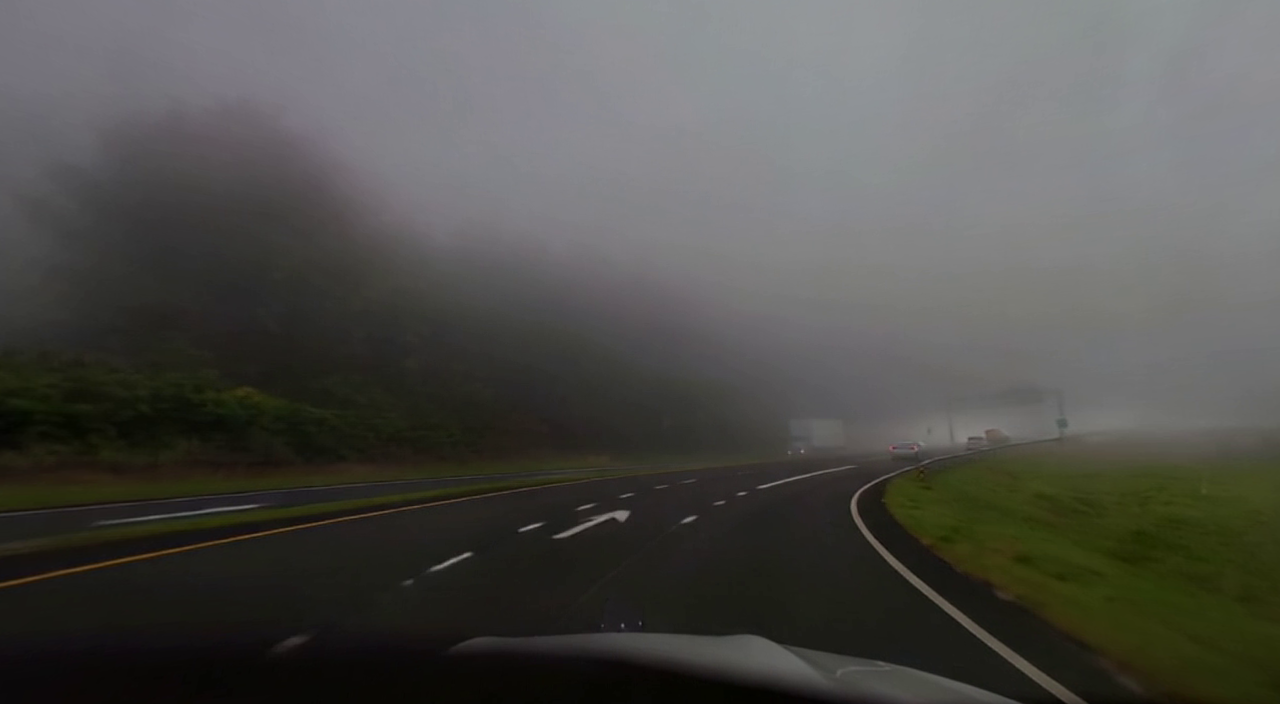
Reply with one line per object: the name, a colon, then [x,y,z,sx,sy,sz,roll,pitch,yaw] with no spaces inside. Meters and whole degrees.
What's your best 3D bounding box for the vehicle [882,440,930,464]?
vehicle: [16.616,6.213,39.234,1.807,1.427,3.645,-7,-11,36]
